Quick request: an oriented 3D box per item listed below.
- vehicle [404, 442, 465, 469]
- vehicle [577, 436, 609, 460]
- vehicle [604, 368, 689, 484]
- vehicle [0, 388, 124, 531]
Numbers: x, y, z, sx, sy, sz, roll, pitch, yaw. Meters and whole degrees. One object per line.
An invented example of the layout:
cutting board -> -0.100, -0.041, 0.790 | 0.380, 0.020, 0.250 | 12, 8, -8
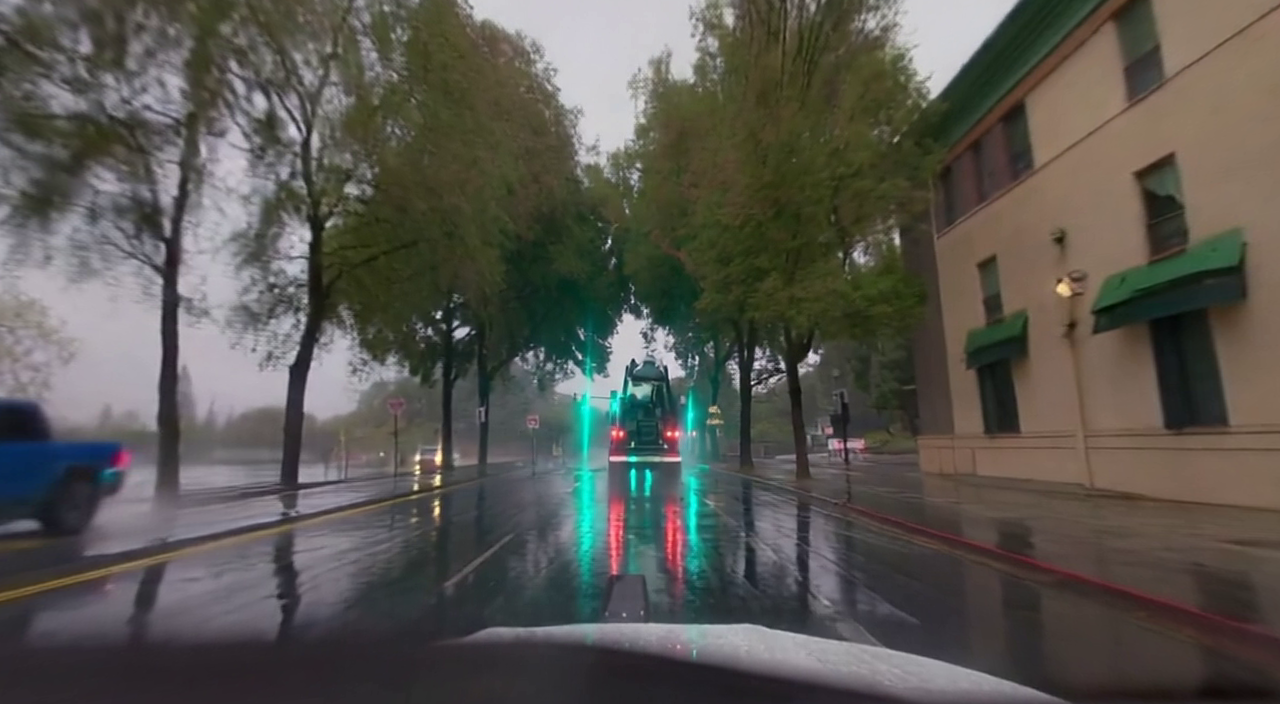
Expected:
vehicle -> -12.094, 6.117, 37.451 | 1.941, 1.520, 4.864 | 0, -9, 0
vehicle -> -3.472, 7.251, 47.553 | 2.081, 1.688, 4.235 | 0, -9, 0
vehicle -> 0.198, 3.034, 24.545 | 2.552, 3.461, 11.044 | -1, -8, 0
vehicle -> -12.225, 1.788, 10.433 | 2.404, 2.444, 5.799 | 0, -9, -1
